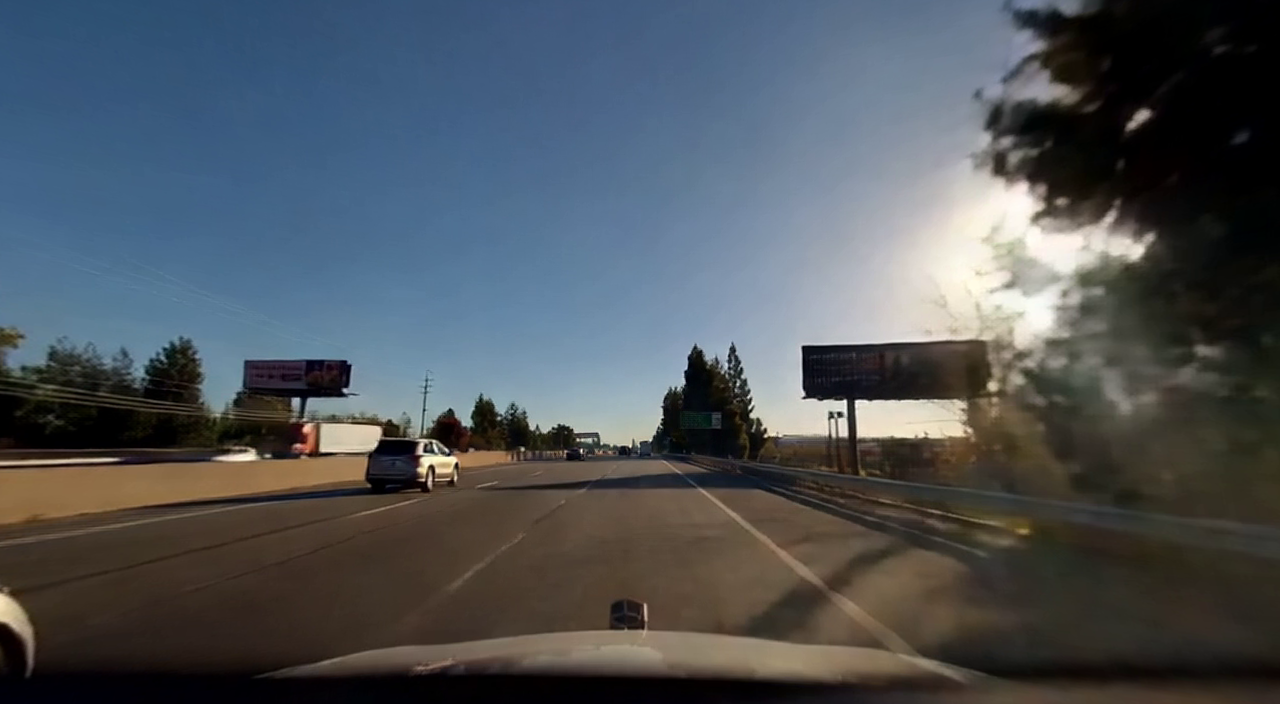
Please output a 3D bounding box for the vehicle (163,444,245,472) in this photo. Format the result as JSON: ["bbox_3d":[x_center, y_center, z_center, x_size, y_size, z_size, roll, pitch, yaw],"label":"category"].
[{"bbox_3d":[-28.453,6.909,41.334,2.043,1.658,4.568,0,-9,1],"label":"vehicle"}]

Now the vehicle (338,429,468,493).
[{"bbox_3d":[-7.089,3.319,19.518,2.055,1.683,4.804,0,-9,1],"label":"vehicle"}]
